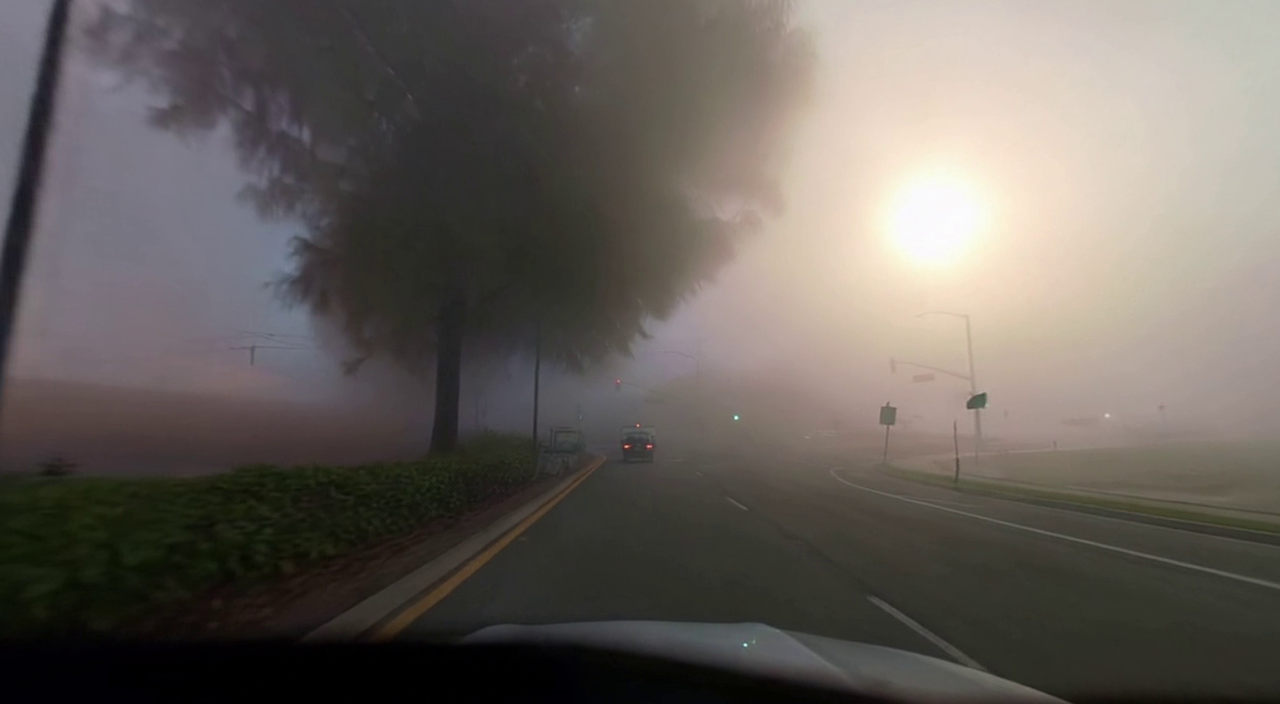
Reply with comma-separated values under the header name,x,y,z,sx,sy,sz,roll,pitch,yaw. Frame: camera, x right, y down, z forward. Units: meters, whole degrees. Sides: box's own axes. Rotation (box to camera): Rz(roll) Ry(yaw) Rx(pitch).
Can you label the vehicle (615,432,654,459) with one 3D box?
name,x,y,z,sx,sy,sz,roll,pitch,yaw
vehicle,-0.352,5.328,36.019,2.056,1.473,4.380,0,-8,-1
